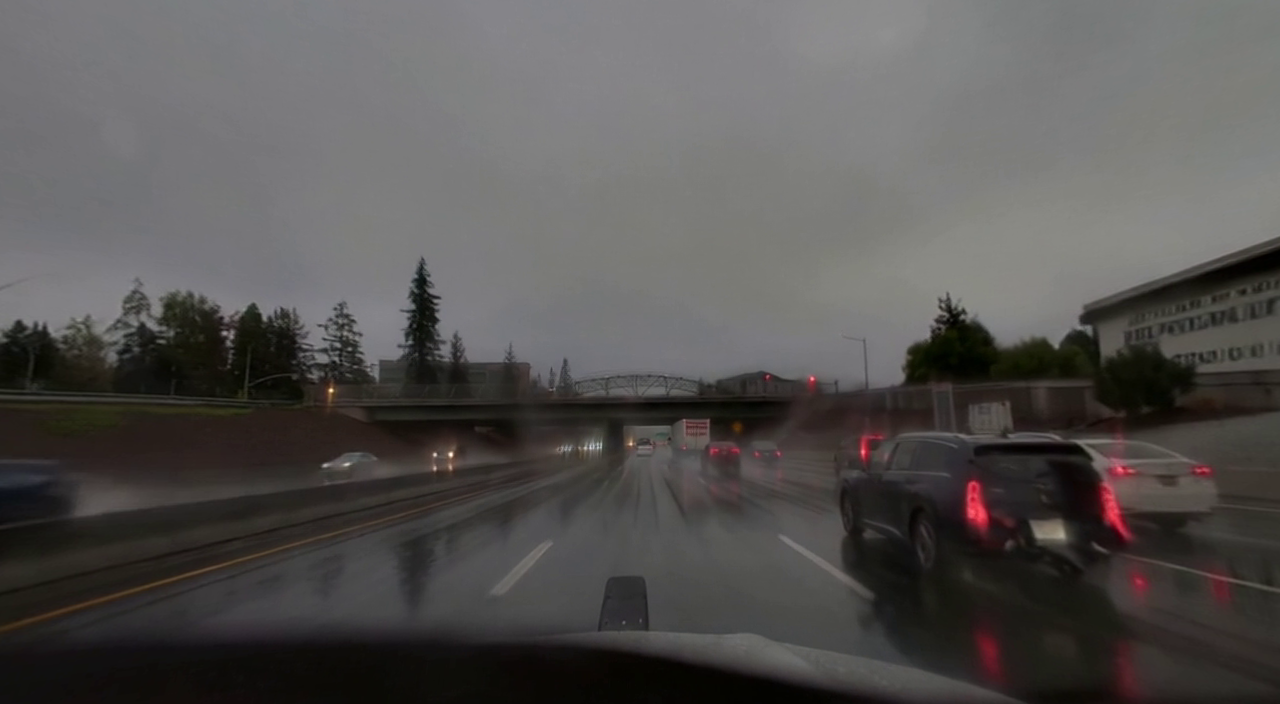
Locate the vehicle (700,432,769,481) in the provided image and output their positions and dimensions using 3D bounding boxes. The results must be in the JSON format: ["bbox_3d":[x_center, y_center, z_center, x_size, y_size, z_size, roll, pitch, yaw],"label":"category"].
[{"bbox_3d":[3.851,4.344,26.534,2.086,1.858,4.737,0,-8,-1],"label":"vehicle"}]

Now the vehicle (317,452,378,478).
[{"bbox_3d":[-19.261,7.434,41.724,1.894,1.499,4.357,0,-8,0],"label":"vehicle"}]

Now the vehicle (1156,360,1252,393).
[{"bbox_3d":[37.247,1.674,41.848,2.024,1.757,4.696,0,-8,0],"label":"vehicle"}]

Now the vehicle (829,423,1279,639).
[{"bbox_3d":[3.632,1.567,6.659,1.902,1.481,4.451,0,-8,0],"label":"vehicle"}]

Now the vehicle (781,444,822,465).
[{"bbox_3d":[11.697,7.446,45.943,1.926,1.451,3.936,0,-8,-1],"label":"vehicle"}]
